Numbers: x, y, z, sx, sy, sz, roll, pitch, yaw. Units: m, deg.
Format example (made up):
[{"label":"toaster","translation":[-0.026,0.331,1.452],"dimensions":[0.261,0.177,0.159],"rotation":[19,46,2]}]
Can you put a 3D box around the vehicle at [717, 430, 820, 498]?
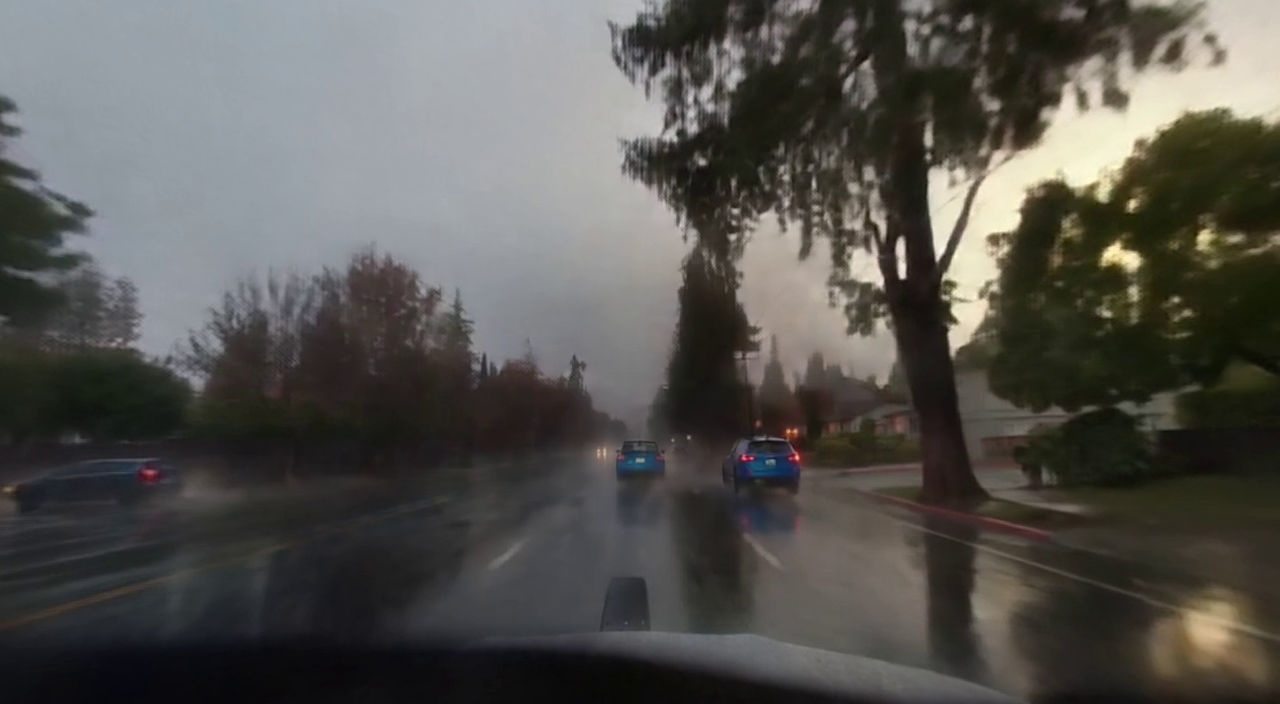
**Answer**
[{"label":"vehicle","translation":[3.562,3.204,18.401],"dimensions":[2.024,1.711,4.512],"rotation":[0,-8,0]}]

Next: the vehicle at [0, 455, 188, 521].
[{"label":"vehicle","translation":[-15.710,3.817,17.864],"dimensions":[4.296,1.611,1.942],"rotation":[-2,-9,0]}]

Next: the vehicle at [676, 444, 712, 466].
[{"label":"vehicle","translation":[3.640,7.016,43.099],"dimensions":[2.099,1.463,4.130],"rotation":[0,-8,-1]}]

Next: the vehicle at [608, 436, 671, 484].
[{"label":"vehicle","translation":[-0.014,4.083,24.190],"dimensions":[2.200,1.653,4.127],"rotation":[0,-8,0]}]
